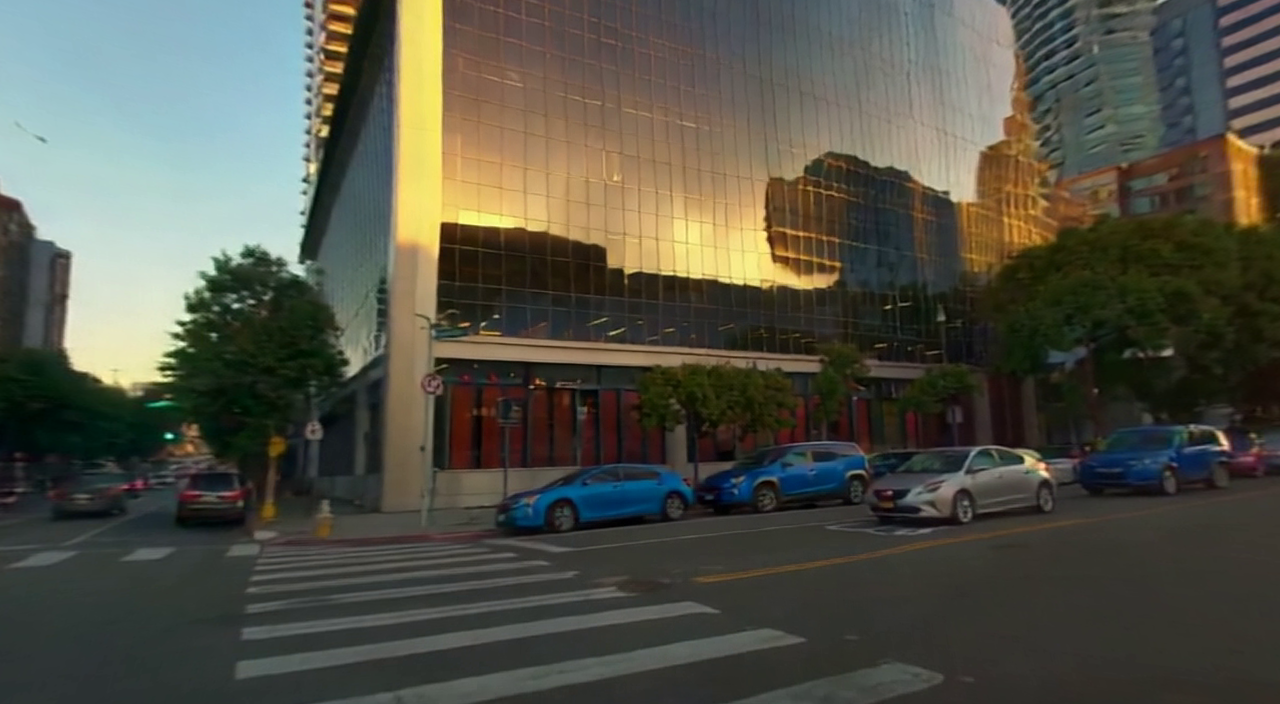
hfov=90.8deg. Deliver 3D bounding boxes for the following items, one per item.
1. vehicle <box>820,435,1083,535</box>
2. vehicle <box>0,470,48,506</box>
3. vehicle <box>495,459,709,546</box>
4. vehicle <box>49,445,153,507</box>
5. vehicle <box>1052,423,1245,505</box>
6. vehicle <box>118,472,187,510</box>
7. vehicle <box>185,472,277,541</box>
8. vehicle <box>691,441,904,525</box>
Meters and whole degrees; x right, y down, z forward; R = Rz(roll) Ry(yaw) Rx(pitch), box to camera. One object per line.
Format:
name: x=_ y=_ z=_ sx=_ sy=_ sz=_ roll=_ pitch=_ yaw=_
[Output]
vehicle: x=6.033 y=2.423 z=12.134 sx=4.888 sy=1.558 sz=2.017 roll=5 pitch=-10 yaw=-29
vehicle: x=-42.524 y=9.140 z=42.630 sx=2.404 sy=2.045 sz=5.570 roll=5 pitch=-10 yaw=-30
vehicle: x=-0.898 y=3.573 z=15.291 sx=4.705 sy=1.732 sz=1.996 roll=5 pitch=-16 yaw=-30
vehicle: x=-36.729 y=8.285 z=43.656 sx=3.435 sy=3.638 sz=12.225 roll=5 pitch=-10 yaw=-32
vehicle: x=13.059 y=2.817 z=16.208 sx=4.573 sy=1.814 sz=2.173 roll=5 pitch=-10 yaw=-30
vehicle: x=-25.367 y=7.203 z=33.035 sx=2.025 sy=1.625 sz=4.596 roll=4 pitch=-10 yaw=-28
vehicle: x=-13.688 y=5.097 z=21.448 sx=2.174 sy=1.780 sz=5.051 roll=5 pitch=-10 yaw=-29
vehicle: x=4.687 y=3.698 z=18.550 sx=6.107 sy=2.086 sz=2.348 roll=5 pitch=-10 yaw=-30
